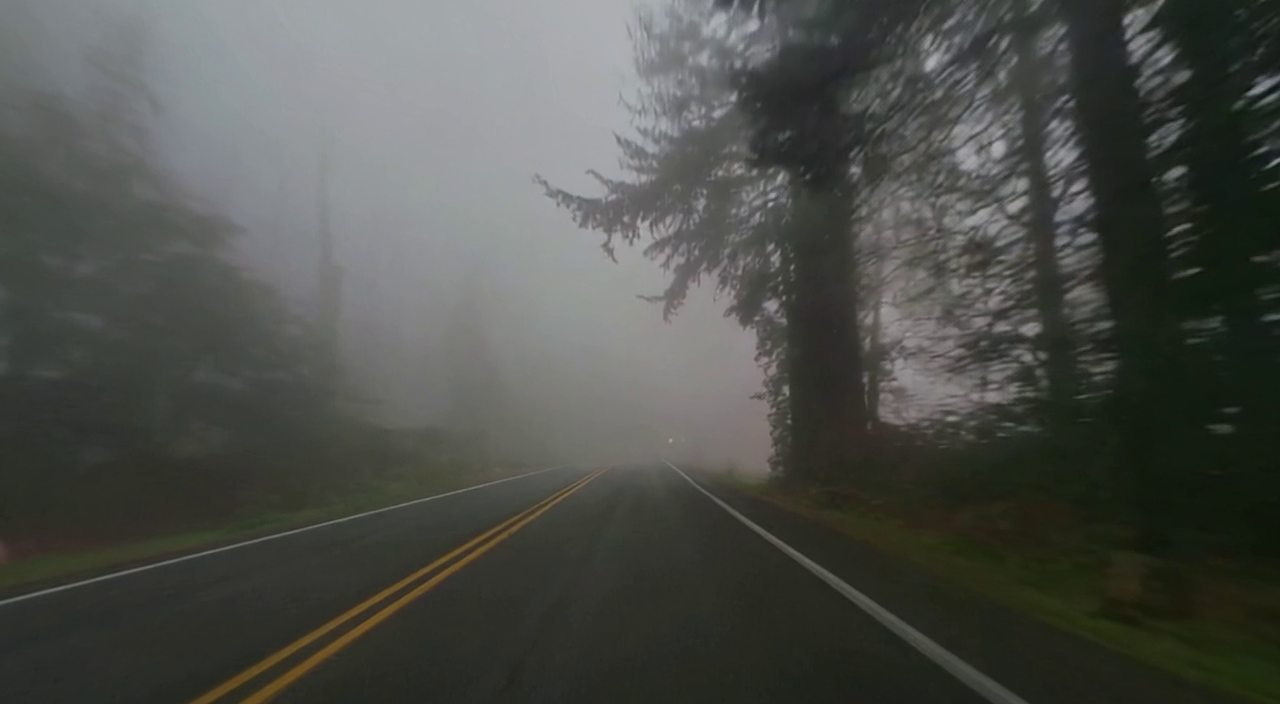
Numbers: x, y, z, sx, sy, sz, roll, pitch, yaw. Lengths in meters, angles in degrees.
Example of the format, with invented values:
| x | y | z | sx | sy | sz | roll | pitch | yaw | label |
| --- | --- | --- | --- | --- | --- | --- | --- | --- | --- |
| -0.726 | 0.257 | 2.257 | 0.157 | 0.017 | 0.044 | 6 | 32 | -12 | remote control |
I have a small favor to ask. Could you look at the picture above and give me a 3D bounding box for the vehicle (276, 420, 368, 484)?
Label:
| x | y | z | sx | sy | sz | roll | pitch | yaw | label |
| --- | --- | --- | --- | --- | --- | --- | --- | --- | --- |
| -23.213 | 7.364 | 46.590 | 3.118 | 4.309 | 6.820 | 0 | -8 | 0 | vehicle |
